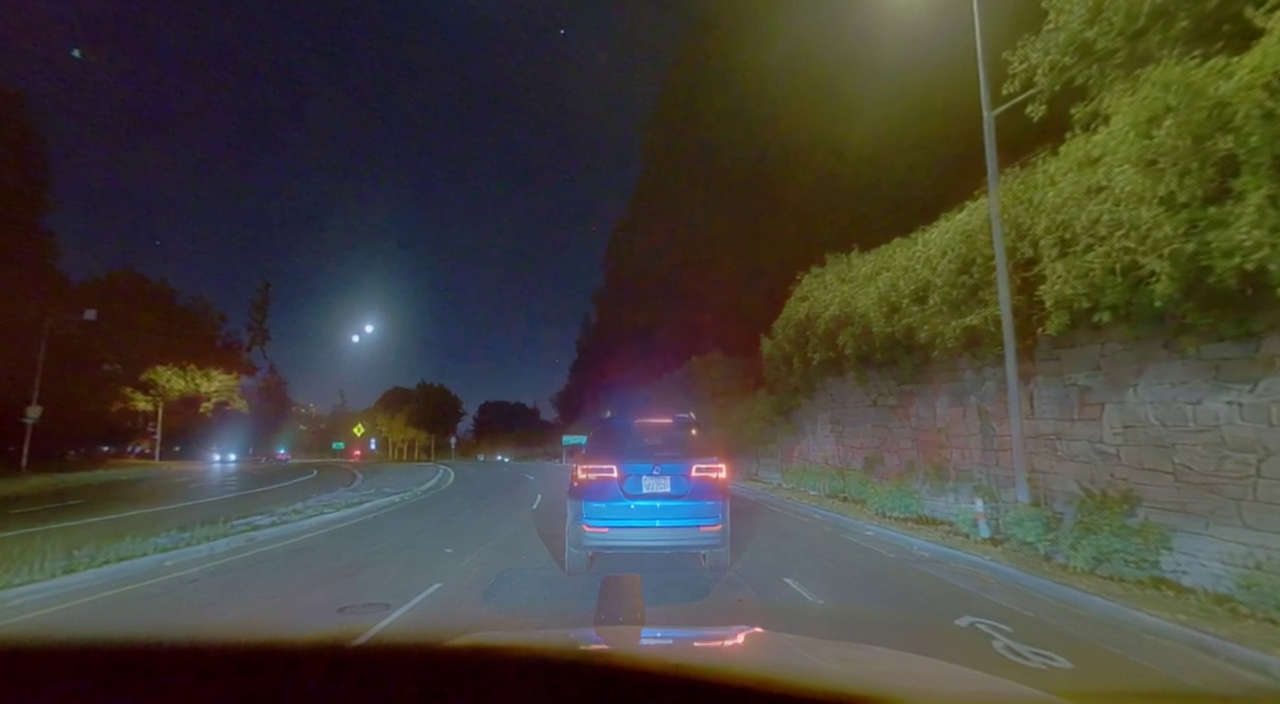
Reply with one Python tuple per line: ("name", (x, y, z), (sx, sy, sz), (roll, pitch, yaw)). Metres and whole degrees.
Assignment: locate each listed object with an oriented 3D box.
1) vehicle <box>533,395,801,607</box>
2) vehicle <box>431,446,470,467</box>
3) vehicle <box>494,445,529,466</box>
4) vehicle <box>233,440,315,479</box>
("vehicle", (0.054, 1.569, 7.579), (2.287, 1.762, 4.269), (1, -8, -5))
("vehicle", (-14.209, 7.781, 47.304), (2.023, 1.474, 4.286), (4, -9, -26))
("vehicle", (-9.954, 7.908, 48.617), (1.837, 1.483, 4.559), (3, -9, -22))
("vehicle", (-17.438, 5.108, 30.398), (2.317, 1.695, 4.538), (2, -9, -17))
